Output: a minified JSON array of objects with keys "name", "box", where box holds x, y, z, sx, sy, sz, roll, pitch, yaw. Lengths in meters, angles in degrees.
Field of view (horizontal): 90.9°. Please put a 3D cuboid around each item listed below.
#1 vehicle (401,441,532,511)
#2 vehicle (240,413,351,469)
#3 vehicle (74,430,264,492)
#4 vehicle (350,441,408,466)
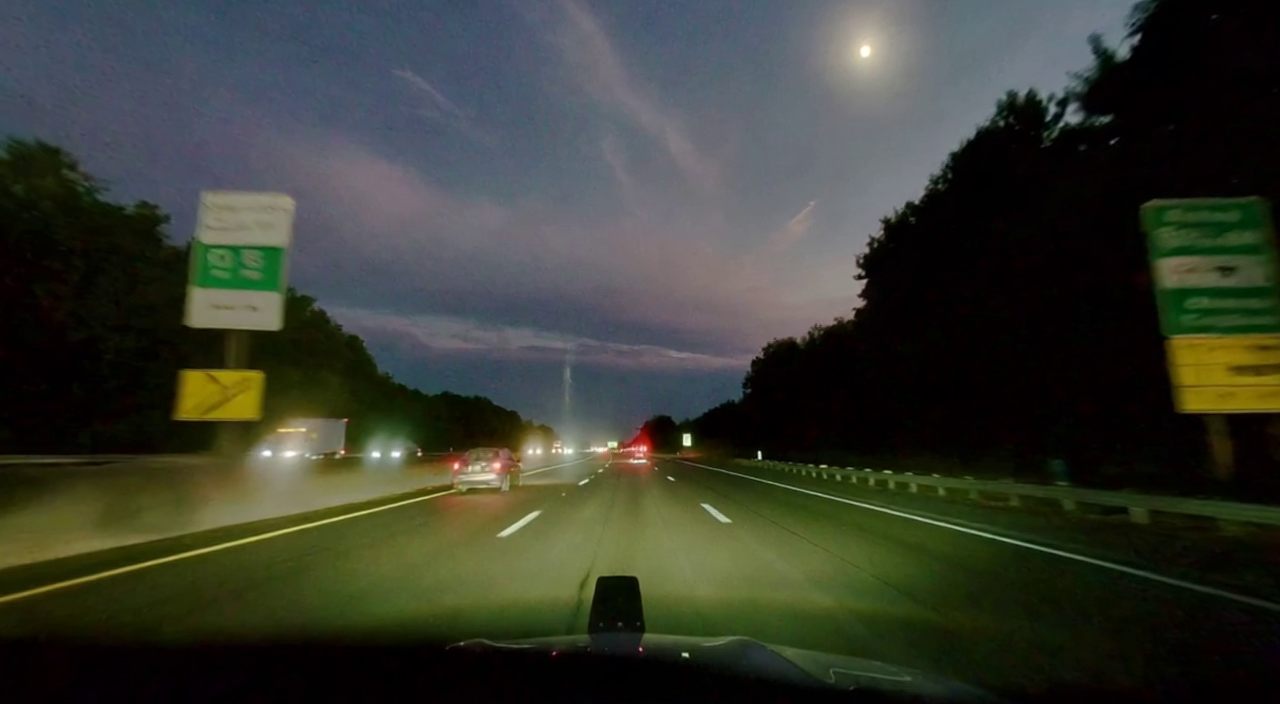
[{"name":"vehicle","box":[-4.198,3.074,16.140,2.022,1.513,4.613,0,-9,0]},{"name":"vehicle","box":[-21.720,5.740,40.340,2.792,3.271,7.553,0,-9,-1]},{"name":"vehicle","box":[-13.305,3.122,18.279,1.977,1.562,4.525,0,-9,0]},{"name":"vehicle","box":[-17.453,6.801,42.400,2.155,1.583,4.233,0,-9,-1]}]
